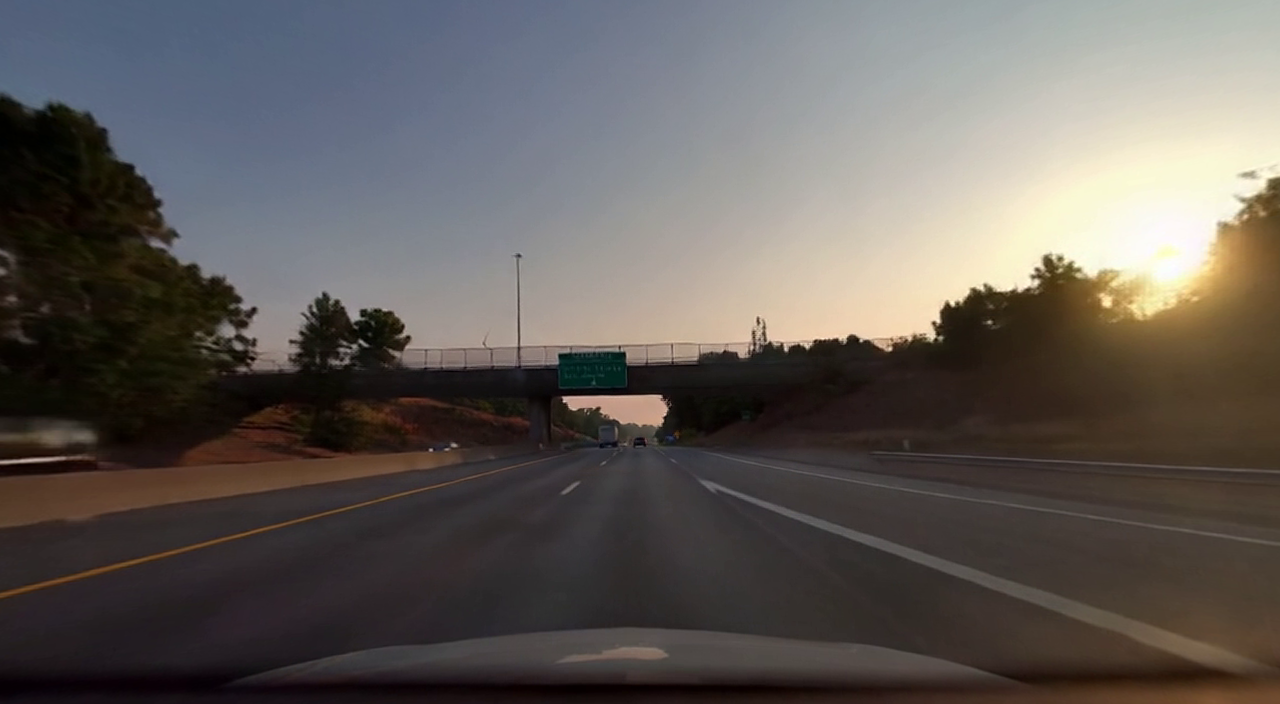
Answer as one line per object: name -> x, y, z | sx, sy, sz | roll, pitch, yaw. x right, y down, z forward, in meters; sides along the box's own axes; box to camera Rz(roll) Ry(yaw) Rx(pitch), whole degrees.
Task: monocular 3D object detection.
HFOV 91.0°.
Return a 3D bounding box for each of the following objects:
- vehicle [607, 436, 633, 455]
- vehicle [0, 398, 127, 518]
vehicle -> -1.623, 7.391, 49.984 | 1.952, 1.438, 3.702 | 0, -8, -3
vehicle -> -16.315, 2.575, 15.326 | 2.555, 2.773, 5.874 | 0, -8, 0
